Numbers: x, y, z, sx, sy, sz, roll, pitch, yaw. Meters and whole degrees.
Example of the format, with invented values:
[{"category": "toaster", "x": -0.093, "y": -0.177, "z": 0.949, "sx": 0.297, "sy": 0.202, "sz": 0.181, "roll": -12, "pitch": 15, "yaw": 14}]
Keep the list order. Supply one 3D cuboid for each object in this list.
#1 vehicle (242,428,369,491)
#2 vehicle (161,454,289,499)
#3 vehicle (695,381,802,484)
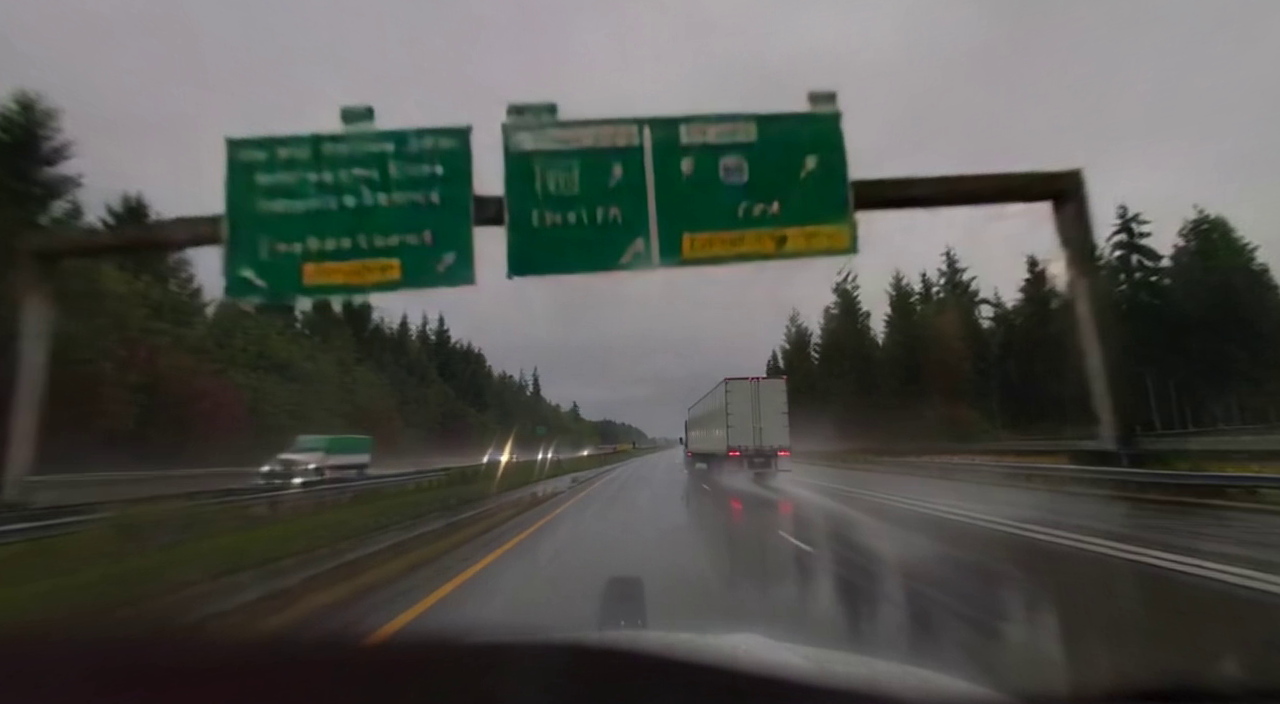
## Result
[{"category": "vehicle", "x": -15.785, "y": 5.132, "z": 30.357, "sx": 2.638, "sy": 2.718, "sz": 6.116, "roll": 0, "pitch": -9, "yaw": 1}, {"category": "vehicle", "x": -15.886, "y": 4.752, "z": 24.426, "sx": 2.151, "sy": 1.554, "sz": 4.028, "roll": 0, "pitch": -9, "yaw": 1}, {"category": "vehicle", "x": 4.825, "y": 4.216, "z": 31.521, "sx": 2.859, "sy": 3.984, "sz": 14.045, "roll": 0, "pitch": -9, "yaw": 0}]
